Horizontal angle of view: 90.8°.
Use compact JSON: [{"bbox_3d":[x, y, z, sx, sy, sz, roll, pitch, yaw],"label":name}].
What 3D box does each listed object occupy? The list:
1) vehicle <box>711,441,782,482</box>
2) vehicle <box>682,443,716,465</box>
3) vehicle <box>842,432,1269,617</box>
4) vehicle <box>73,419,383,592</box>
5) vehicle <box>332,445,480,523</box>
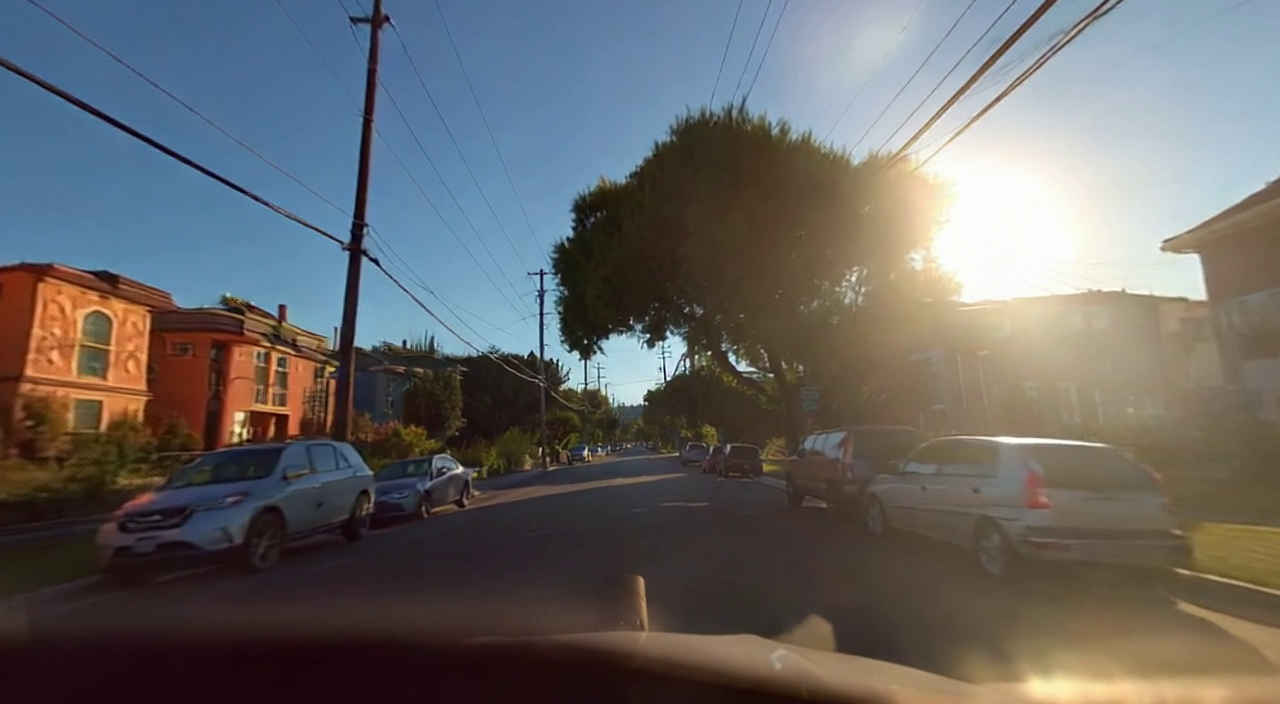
[{"bbox_3d":[4.178,4.382,25.596,1.930,1.470,4.738,0,-8,-1],"label":"vehicle"},{"bbox_3d":[4.242,7.360,45.829,1.911,1.538,3.960,0,-8,-2],"label":"vehicle"},{"bbox_3d":[3.983,1.682,7.252,1.804,1.422,4.497,0,-8,-1],"label":"vehicle"},{"bbox_3d":[-5.688,2.060,9.650,2.046,1.825,4.627,-3,-7,-6],"label":"vehicle"},{"bbox_3d":[-5.704,3.218,16.111,1.991,1.464,4.763,-3,-7,0],"label":"vehicle"}]
